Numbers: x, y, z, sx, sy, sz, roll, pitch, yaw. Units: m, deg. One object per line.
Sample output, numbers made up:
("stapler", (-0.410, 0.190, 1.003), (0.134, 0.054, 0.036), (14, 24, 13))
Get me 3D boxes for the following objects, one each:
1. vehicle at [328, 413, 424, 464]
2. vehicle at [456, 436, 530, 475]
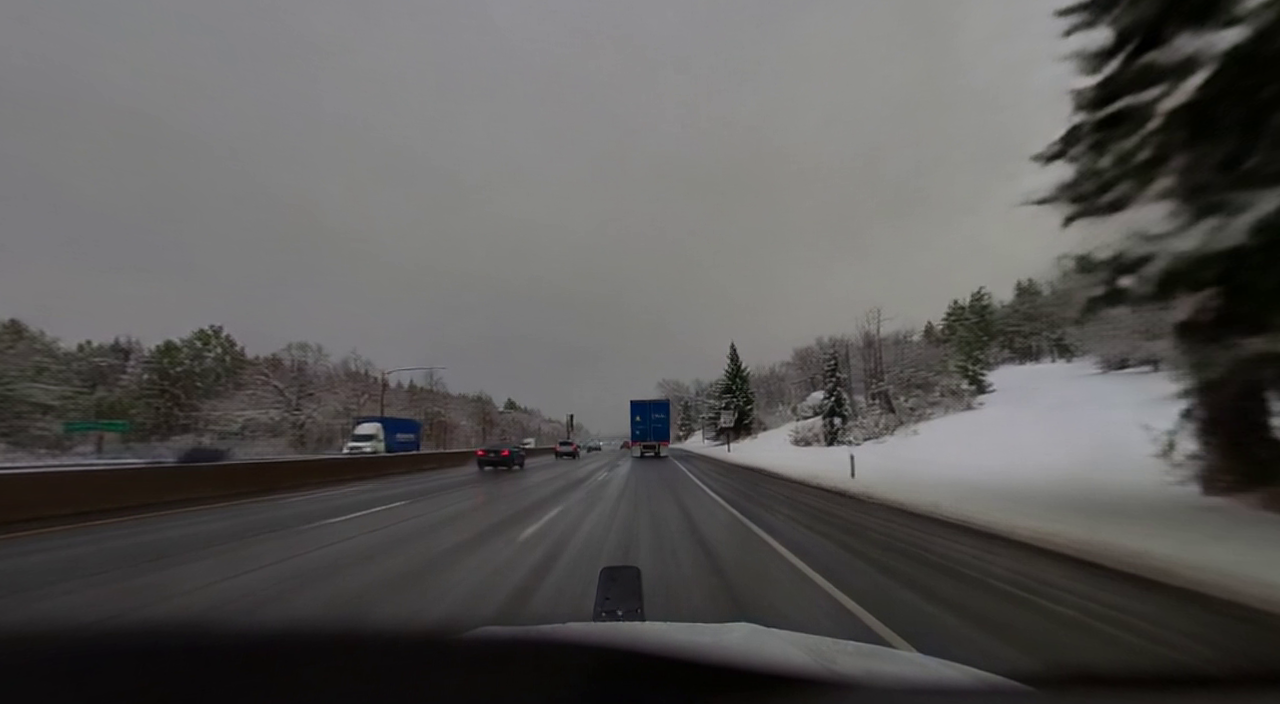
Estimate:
("vehicle", (-20.110, 6.752, 48.935), (3.005, 3.574, 10.095), (0, -8, 1))
("vehicle", (-6.244, 4.469, 27.369), (2.017, 1.517, 4.766), (0, -8, 1))
